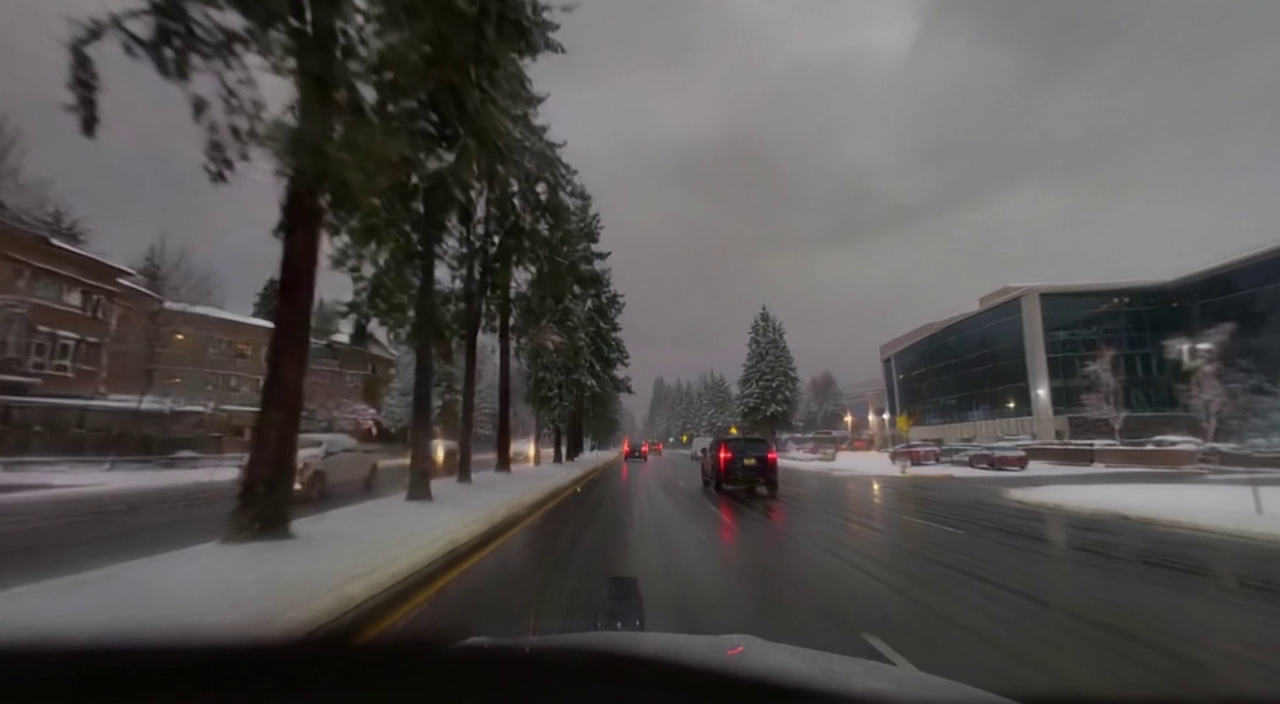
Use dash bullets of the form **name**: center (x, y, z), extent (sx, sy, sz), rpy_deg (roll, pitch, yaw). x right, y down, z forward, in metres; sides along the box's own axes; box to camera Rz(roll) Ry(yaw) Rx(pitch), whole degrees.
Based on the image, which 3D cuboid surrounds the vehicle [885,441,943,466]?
- **vehicle**: center (19.180, 7.114, 44.419), extent (1.936, 1.659, 4.365), rpy_deg (1, -9, -3)

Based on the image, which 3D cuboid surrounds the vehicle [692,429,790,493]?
- **vehicle**: center (3.079, 3.480, 20.475), extent (2.235, 1.806, 4.818), rpy_deg (1, -9, -2)

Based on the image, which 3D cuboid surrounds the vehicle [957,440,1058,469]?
- **vehicle**: center (20.584, 5.756, 35.484), extent (4.475, 1.592, 1.841), rpy_deg (0, -9, -1)

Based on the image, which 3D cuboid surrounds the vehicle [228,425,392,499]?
- **vehicle**: center (-9.373, 3.187, 18.574), extent (2.165, 1.863, 4.880), rpy_deg (0, -9, 0)

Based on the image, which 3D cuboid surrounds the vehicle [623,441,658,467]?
- **vehicle**: center (-0.007, 6.527, 40.557), extent (2.145, 1.572, 4.021), rpy_deg (0, -9, -1)

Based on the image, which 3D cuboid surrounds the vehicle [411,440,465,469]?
- **vehicle**: center (-12.787, 6.522, 40.311), extent (1.937, 1.737, 4.398), rpy_deg (0, -9, 1)
